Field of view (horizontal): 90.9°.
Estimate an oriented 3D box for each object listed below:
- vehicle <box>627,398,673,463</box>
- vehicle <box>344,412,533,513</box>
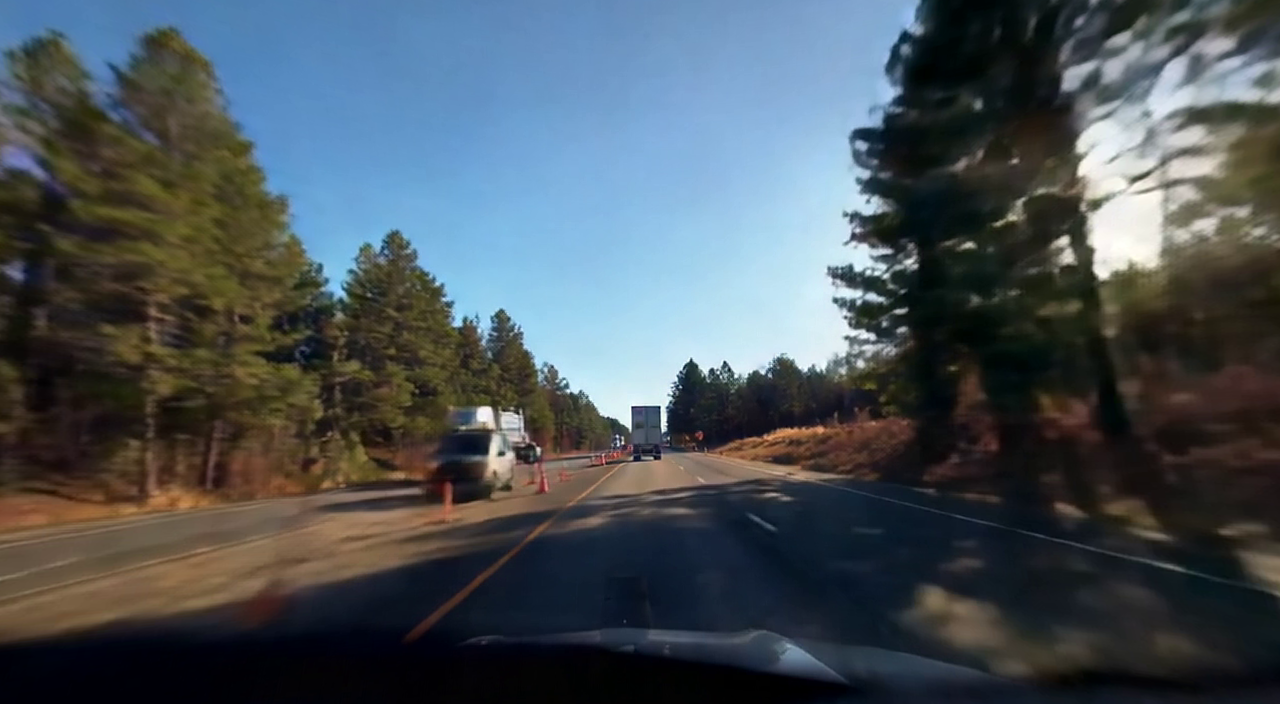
[{"bbox_3d":[0.523,5.799,45.750,2.935,4.068,11.036,0,-8,-1],"label":"vehicle"},{"bbox_3d":[-4.744,2.763,16.344,2.771,2.097,6.248,0,-8,0],"label":"vehicle"}]
